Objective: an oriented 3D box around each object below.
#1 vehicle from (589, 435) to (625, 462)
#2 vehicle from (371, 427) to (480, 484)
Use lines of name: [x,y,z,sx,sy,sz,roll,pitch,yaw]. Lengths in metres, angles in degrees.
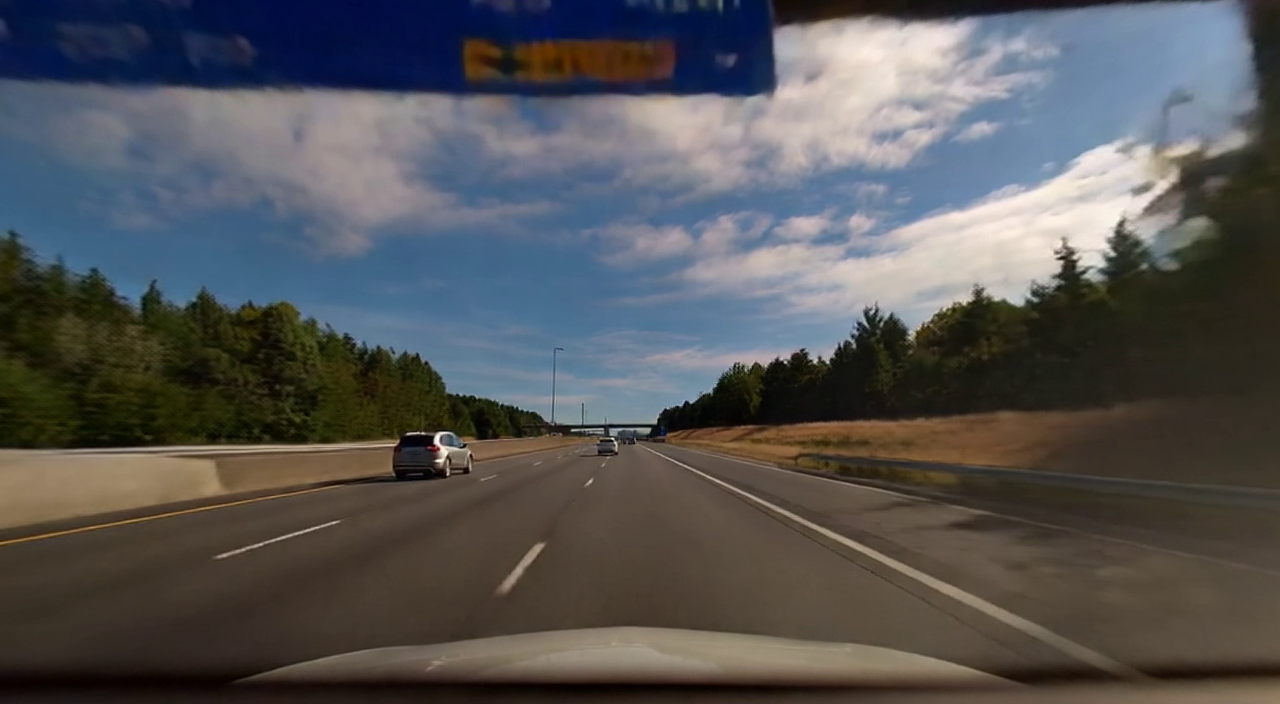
vehicle: [-1.939,5.867,38.306,2.010,1.534,4.013,0,-8,0]
vehicle: [-6.980,3.407,21.062,2.111,1.689,4.505,0,-8,-1]
